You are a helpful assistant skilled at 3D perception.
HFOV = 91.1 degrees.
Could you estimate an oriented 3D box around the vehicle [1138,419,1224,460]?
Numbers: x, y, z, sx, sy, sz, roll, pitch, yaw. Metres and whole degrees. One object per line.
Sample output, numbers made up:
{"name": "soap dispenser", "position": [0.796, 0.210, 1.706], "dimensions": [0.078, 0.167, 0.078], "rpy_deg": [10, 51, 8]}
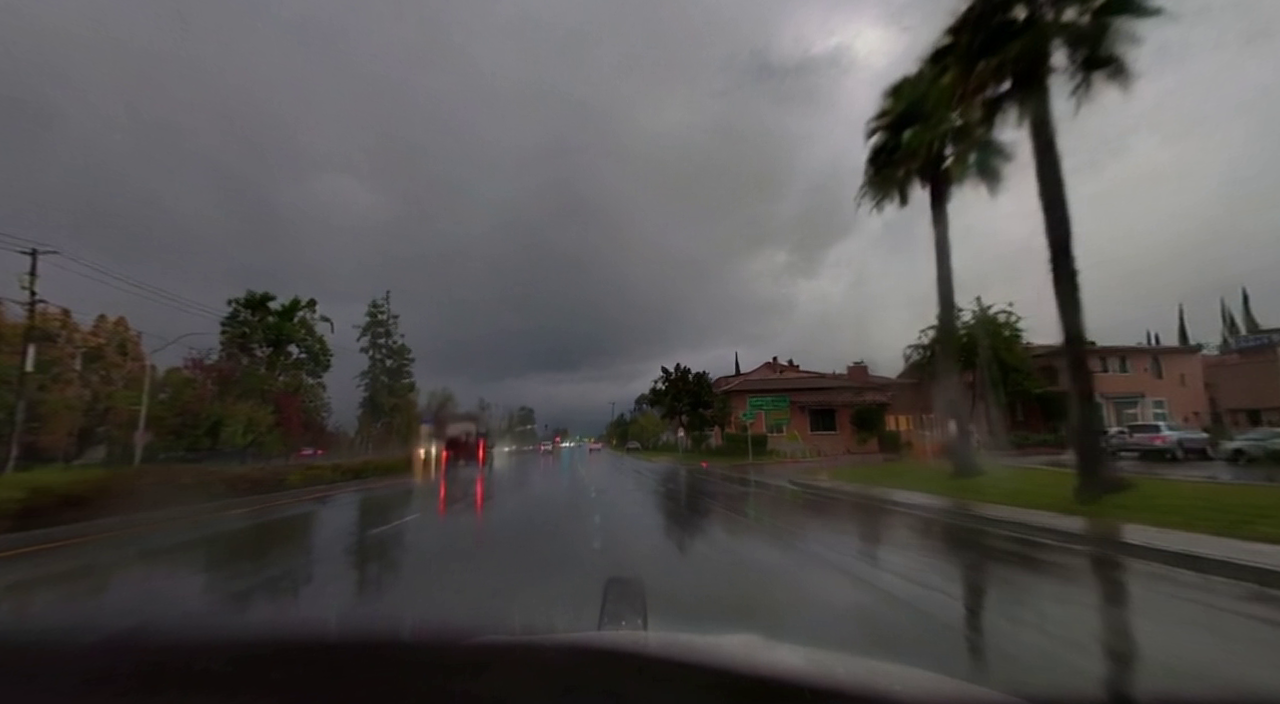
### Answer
{"name": "vehicle", "position": [25.499, 4.164, 29.529], "dimensions": [4.520, 1.746, 2.295], "rpy_deg": [8, -12, -41]}

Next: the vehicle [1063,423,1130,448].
{"name": "vehicle", "position": [35.158, 6.429, 48.239], "dimensions": [6.133, 1.800, 2.631], "rpy_deg": [7, -11, -40]}

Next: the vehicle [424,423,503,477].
{"name": "vehicle", "position": [-7.876, 4.475, 28.725], "dimensions": [2.507, 2.161, 6.049], "rpy_deg": [1, -9, -7]}

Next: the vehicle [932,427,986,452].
{"name": "vehicle", "position": [23.972, 6.604, 47.052], "dimensions": [4.646, 1.768, 1.990], "rpy_deg": [8, -12, -42]}
